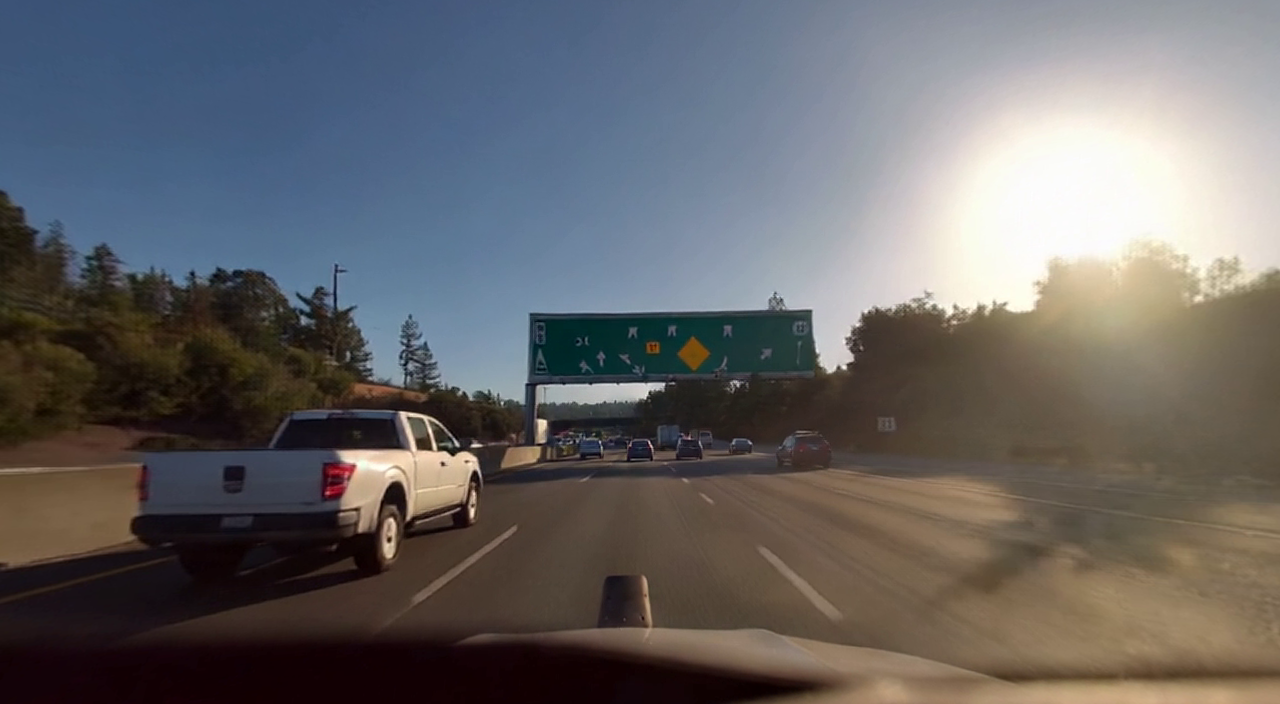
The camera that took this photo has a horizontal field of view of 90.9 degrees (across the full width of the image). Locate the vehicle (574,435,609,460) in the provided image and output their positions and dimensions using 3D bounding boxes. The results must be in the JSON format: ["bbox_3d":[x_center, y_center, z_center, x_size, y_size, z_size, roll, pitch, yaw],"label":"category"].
[{"bbox_3d":[-3.396,6.778,44.867,2.140,1.720,4.410,0,-8,0],"label":"vehicle"}]

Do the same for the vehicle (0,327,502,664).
[{"bbox_3d":[-3.423,1.249,6.667,2.487,1.979,5.742,0,-8,2],"label":"vehicle"}]

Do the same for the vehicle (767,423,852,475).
[{"bbox_3d":[6.885,4.012,26.285,2.094,1.916,5.099,0,-8,0],"label":"vehicle"}]

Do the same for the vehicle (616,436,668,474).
[{"bbox_3d":[0.087,4.380,27.046,2.071,1.464,4.162,0,-8,0],"label":"vehicle"}]

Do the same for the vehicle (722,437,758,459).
[{"bbox_3d":[7.229,6.993,45.951,1.894,1.511,4.148,0,-8,-1],"label":"vehicle"}]
